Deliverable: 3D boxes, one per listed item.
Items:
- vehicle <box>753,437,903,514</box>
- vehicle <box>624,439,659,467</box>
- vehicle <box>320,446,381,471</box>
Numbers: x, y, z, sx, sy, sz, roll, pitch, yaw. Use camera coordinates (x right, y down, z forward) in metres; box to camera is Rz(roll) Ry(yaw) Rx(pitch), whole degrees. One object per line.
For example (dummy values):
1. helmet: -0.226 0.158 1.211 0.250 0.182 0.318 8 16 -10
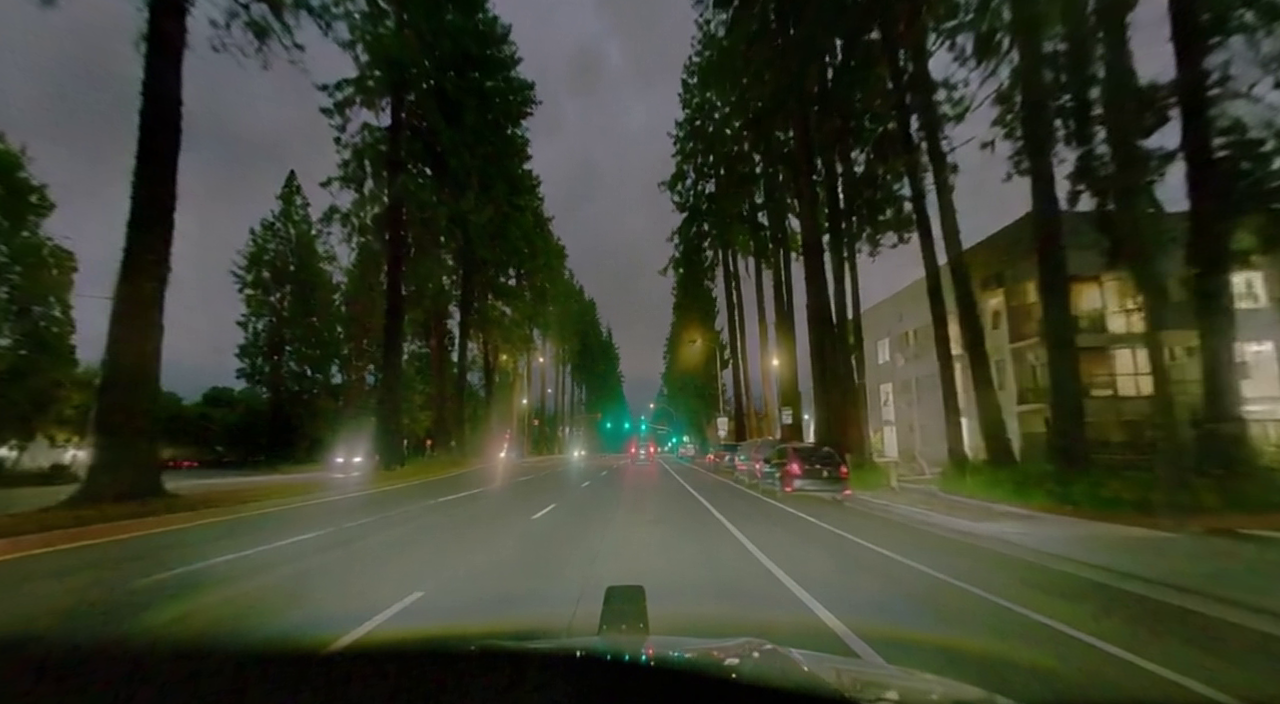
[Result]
1. vehicle: 4.176 2.814 15.016 2.035 1.500 4.912 0 -8 0
2. vehicle: 0.115 6.635 41.502 2.169 1.751 4.276 0 -8 1
3. vehicle: -20.925 7.690 45.793 2.238 1.645 4.418 -1 -9 1
